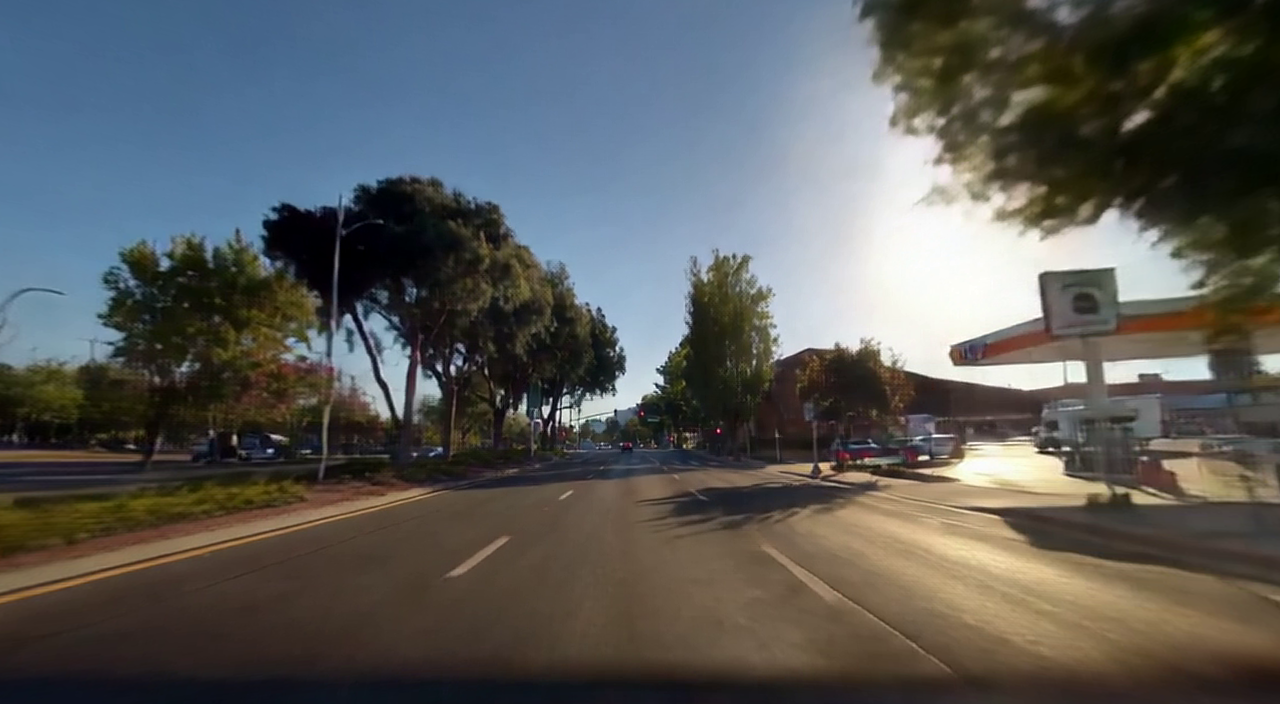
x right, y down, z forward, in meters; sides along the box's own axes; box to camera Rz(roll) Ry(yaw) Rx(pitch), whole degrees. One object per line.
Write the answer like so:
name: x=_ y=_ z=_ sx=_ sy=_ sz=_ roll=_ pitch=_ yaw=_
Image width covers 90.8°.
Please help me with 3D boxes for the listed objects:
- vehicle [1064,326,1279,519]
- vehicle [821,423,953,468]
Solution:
vehicle: x=14.319 y=1.483 z=12.885 sx=9.127 sy=3.409 sz=2.992 roll=1 pitch=-8 yaw=-2
vehicle: x=13.227 y=5.052 z=34.221 sx=6.063 sy=2.313 sz=2.534 roll=0 pitch=-8 yaw=1
